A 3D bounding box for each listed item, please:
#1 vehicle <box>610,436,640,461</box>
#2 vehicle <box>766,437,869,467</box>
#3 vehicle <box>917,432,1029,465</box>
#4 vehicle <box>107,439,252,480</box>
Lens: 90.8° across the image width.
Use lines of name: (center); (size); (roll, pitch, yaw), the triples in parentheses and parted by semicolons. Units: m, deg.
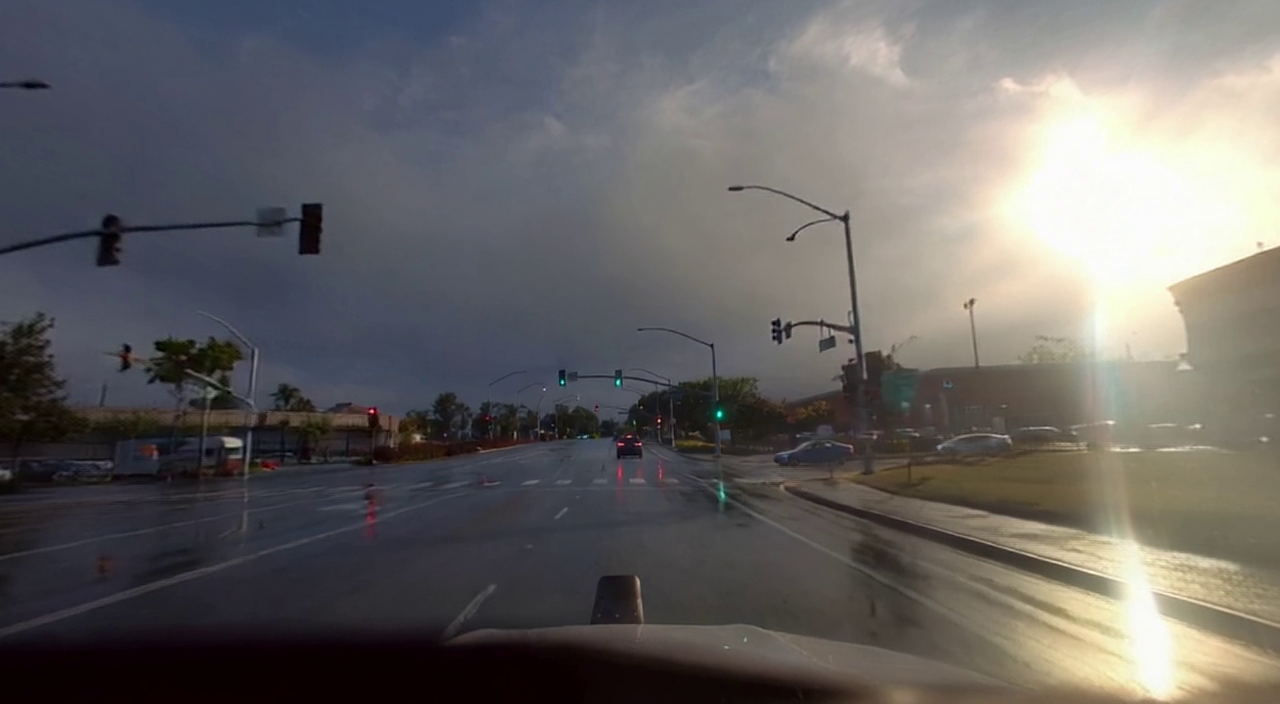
vehicle: (-1.068, 6.922, 45.298); (2.024, 1.628, 4.774); (0, -9, -1)
vehicle: (9.262, 5.268, 33.257); (4.794, 1.511, 1.992); (1, -9, -3)
vehicle: (17.448, 5.085, 33.251); (4.710, 1.588, 2.053); (-1, -9, -2)
vehicle: (-34.747, 8.150, 47.927); (8.399, 2.938, 2.801); (1, -9, -4)
